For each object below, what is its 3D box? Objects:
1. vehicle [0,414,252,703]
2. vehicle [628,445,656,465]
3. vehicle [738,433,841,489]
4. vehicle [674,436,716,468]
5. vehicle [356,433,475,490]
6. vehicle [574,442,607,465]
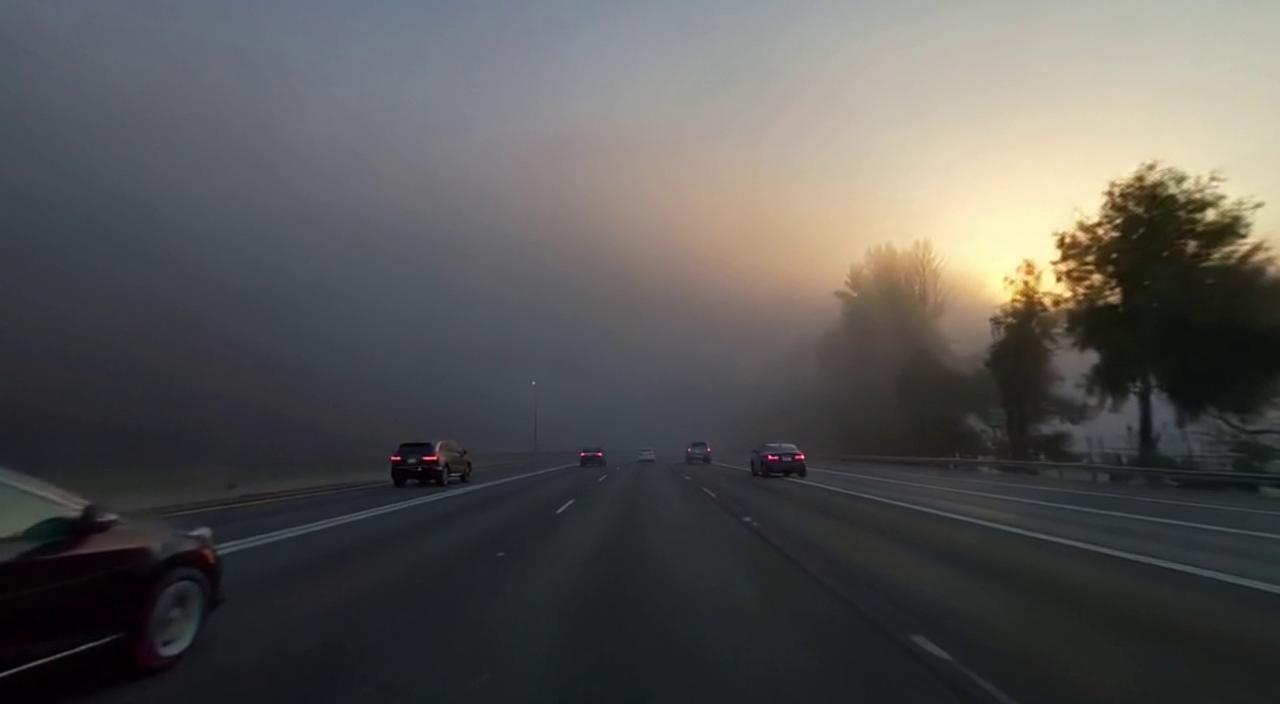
[{"bbox_3d":[-3.710,0.898,1.862,1.952,1.489,4.871,0,-9,1],"label":"vehicle"},{"bbox_3d":[0.197,7.914,48.484,2.050,1.452,3.917,0,-9,1],"label":"vehicle"},{"bbox_3d":[4.843,3.618,21.204,2.196,1.659,4.451,0,-9,-2],"label":"vehicle"},{"bbox_3d":[3.641,6.768,42.902,2.348,1.991,5.460,0,-9,0],"label":"vehicle"},{"bbox_3d":[-7.852,3.881,22.740,2.199,1.781,5.271,-1,-8,2],"label":"vehicle"},{"bbox_3d":[-3.817,7.975,49.753,2.118,1.750,4.875,-1,-9,2],"label":"vehicle"}]
